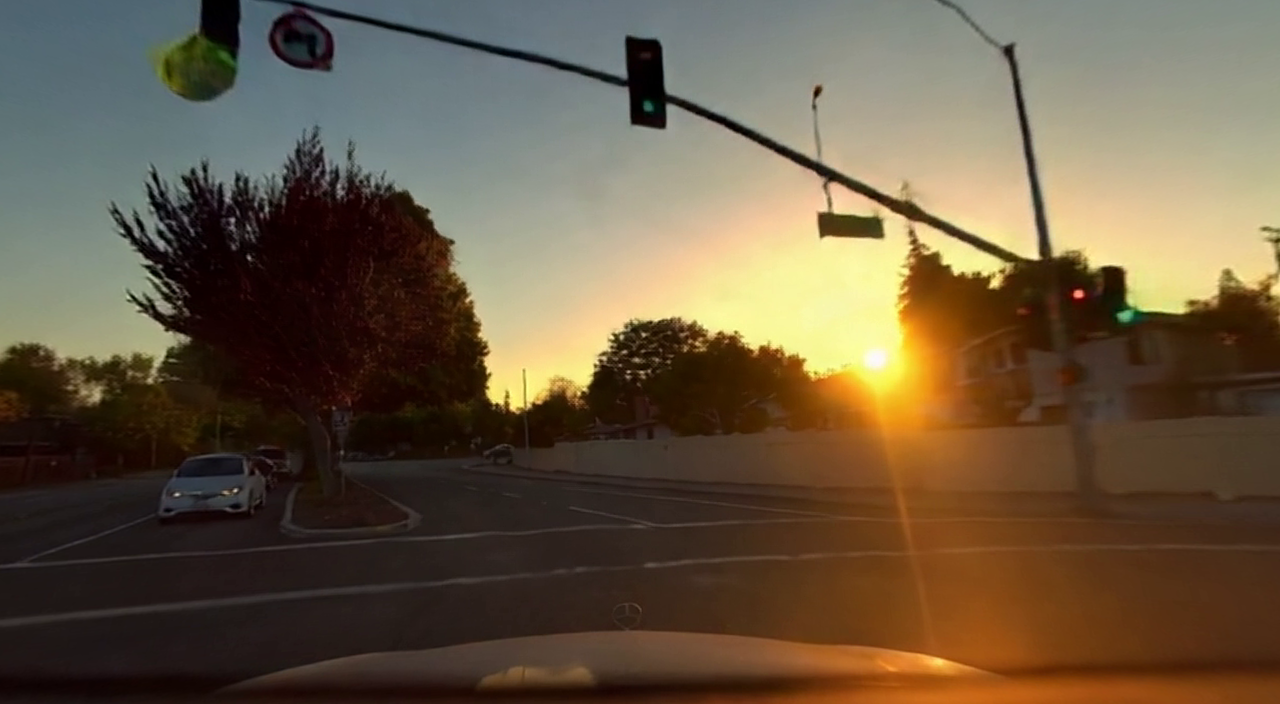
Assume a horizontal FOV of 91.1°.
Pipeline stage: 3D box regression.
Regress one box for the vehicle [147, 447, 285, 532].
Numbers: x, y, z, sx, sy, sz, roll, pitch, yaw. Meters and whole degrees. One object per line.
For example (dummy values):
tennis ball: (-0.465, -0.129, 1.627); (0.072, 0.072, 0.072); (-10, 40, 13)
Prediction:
vehicle: (-9.192, 2.905, 14.027); (1.912, 1.464, 4.652); (3, -9, -27)
